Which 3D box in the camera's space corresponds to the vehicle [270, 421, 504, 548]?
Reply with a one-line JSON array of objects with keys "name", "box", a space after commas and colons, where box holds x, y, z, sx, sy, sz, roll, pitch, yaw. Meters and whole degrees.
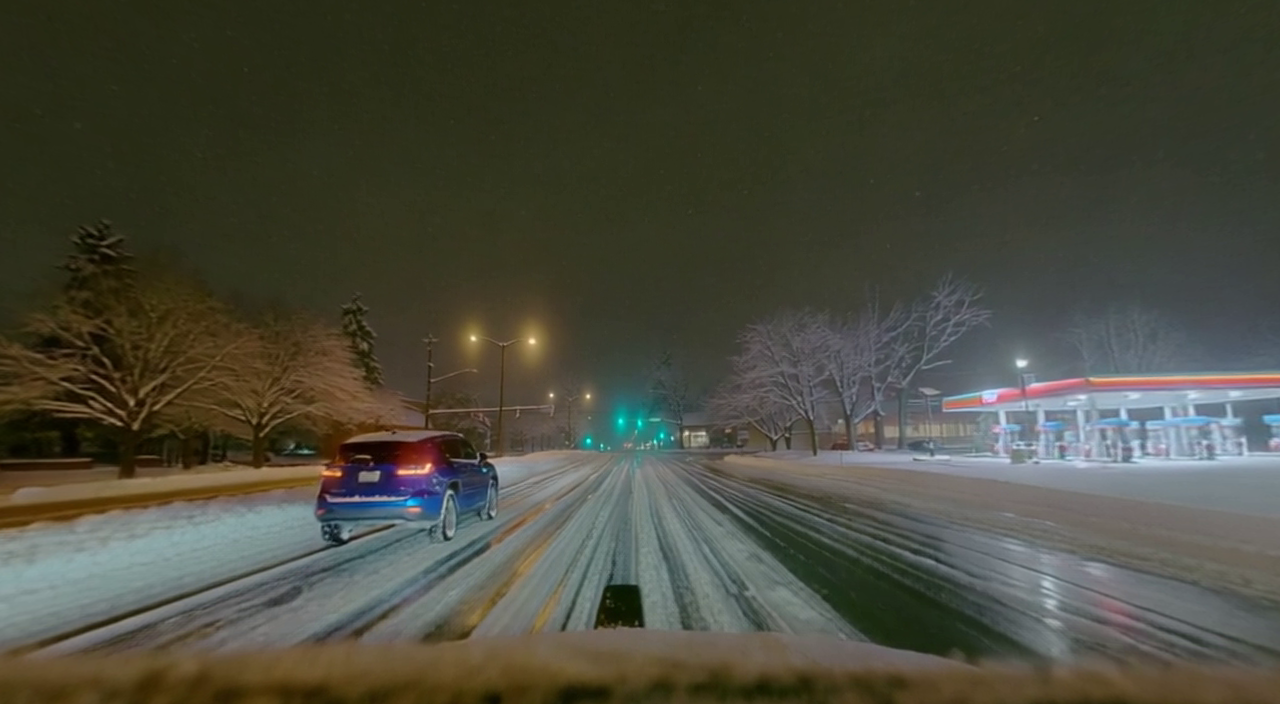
[{"name": "vehicle", "box": [-3.848, 2.099, 10.693, 2.039, 1.656, 4.710, 0, -9, -1]}]
